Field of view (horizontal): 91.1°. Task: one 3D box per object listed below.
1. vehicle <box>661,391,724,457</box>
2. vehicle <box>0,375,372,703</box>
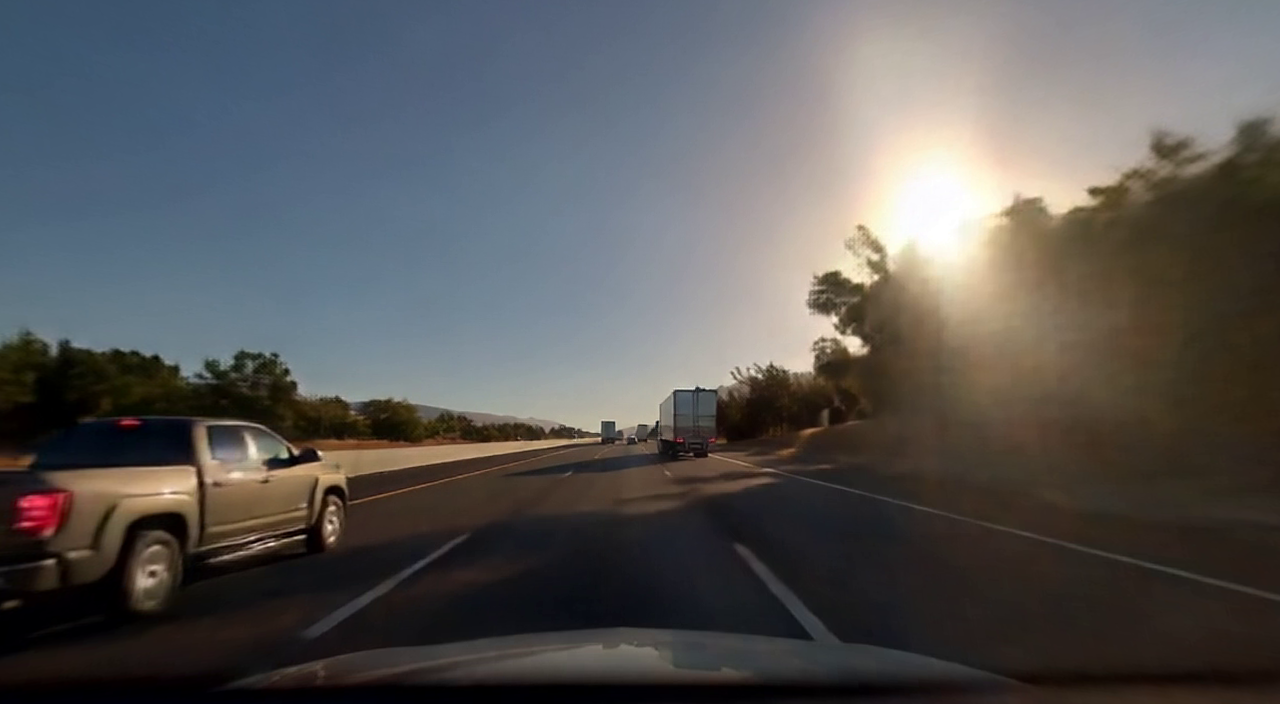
[{"bbox_3d":[3.607,5.777,48.688,3.144,4.168,17.594,0,-8,-1],"label":"vehicle"},{"bbox_3d":[-4.088,1.187,5.057,2.044,1.604,4.144,0,-8,0],"label":"vehicle"}]
